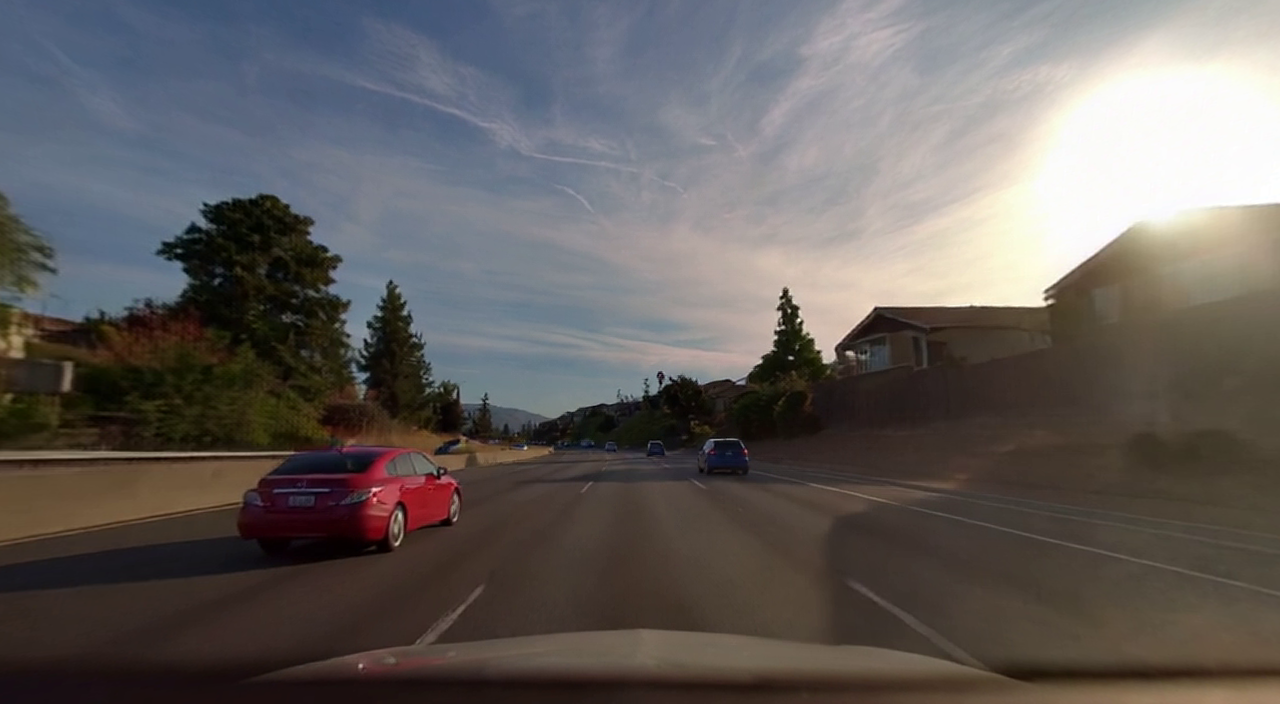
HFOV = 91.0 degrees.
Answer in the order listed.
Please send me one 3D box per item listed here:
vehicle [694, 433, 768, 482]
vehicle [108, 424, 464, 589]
[{"bbox_3d":[3.369,4.036,24.284,2.092,1.686,4.188,0,-9,-2],"label":"vehicle"},{"bbox_3d":[-3.927,1.775,8.139,2.036,1.528,4.400,0,-9,0],"label":"vehicle"}]
